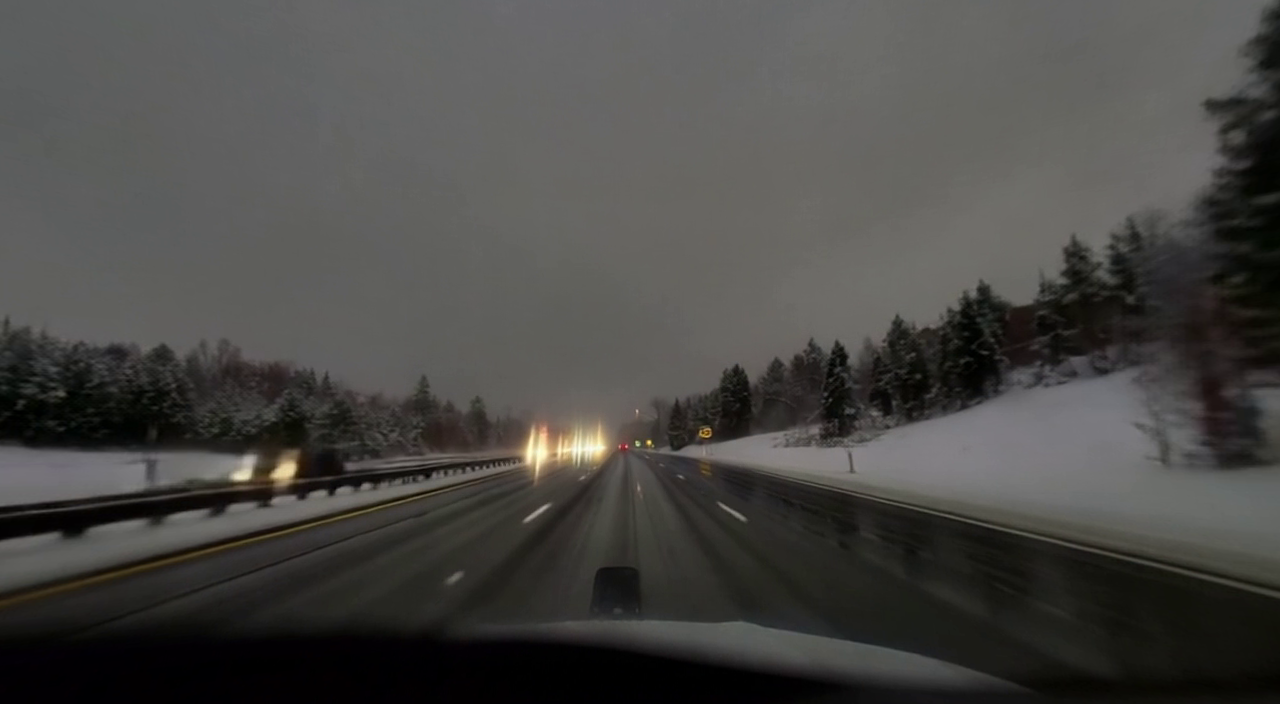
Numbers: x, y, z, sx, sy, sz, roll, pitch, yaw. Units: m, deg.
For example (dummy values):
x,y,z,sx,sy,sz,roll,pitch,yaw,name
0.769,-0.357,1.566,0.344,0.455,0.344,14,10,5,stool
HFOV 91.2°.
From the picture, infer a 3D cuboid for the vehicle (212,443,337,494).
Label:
x,y,z,sx,sy,sz,roll,pitch,yaw,name
-13.082,4.162,22.822,1.996,1.607,4.589,0,-9,-3,vehicle
